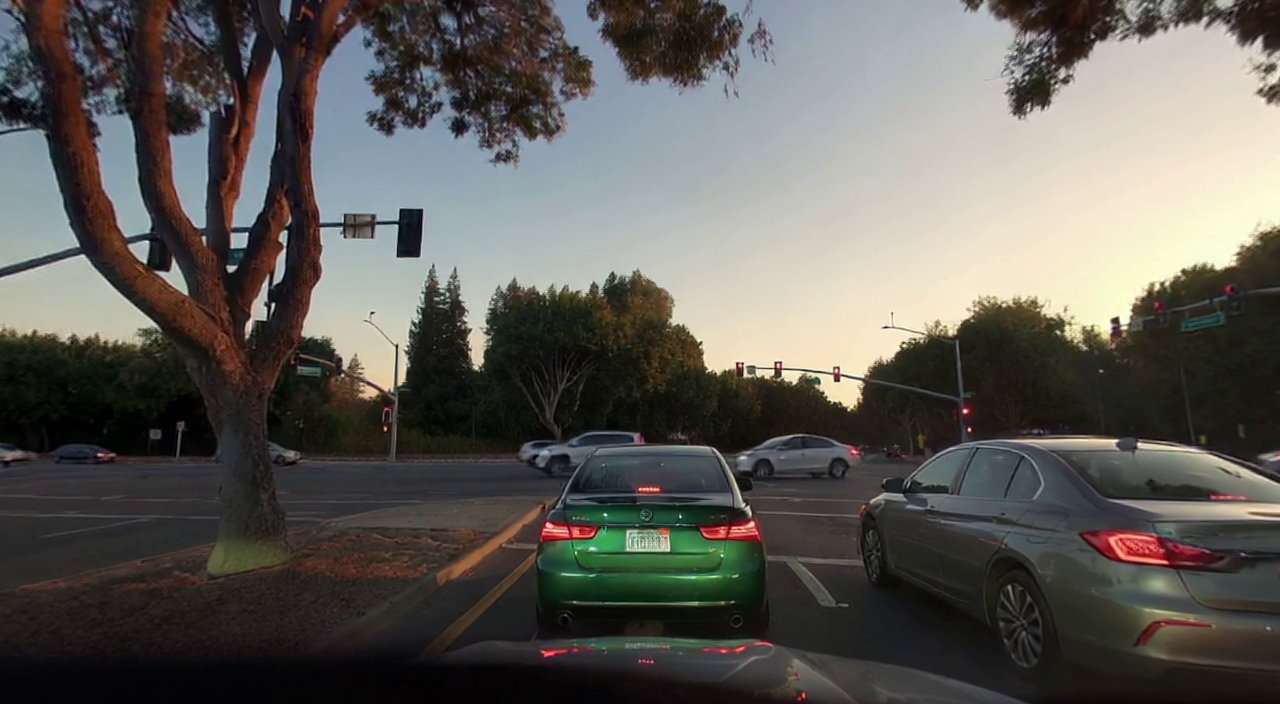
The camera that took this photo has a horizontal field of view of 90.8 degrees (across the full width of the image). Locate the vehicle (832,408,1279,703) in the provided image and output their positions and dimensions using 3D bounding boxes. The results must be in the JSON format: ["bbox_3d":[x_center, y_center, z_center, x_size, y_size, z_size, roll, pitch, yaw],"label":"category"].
[{"bbox_3d":[3.102,1.306,4.884,1.861,1.479,4.371,0,-9,0],"label":"vehicle"}]

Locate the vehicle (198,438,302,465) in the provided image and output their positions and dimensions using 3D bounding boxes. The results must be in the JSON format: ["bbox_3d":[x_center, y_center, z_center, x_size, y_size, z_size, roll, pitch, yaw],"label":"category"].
[{"bbox_3d":[-22.722,5.809,36.932,4.828,1.467,1.963,-1,-9,4],"label":"vehicle"}]

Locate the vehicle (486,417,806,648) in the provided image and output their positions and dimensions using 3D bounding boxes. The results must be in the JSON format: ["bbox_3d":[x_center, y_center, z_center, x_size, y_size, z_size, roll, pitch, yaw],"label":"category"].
[{"bbox_3d":[0.033,1.466,6.179,2.026,1.458,4.175,0,-9,0],"label":"vehicle"}]

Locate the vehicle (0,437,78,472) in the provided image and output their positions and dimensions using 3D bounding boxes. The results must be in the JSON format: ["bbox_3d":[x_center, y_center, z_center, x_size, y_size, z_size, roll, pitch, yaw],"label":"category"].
[{"bbox_3d":[-30.472,4.981,30.832,4.517,1.637,1.935,-1,-9,8],"label":"vehicle"}]
